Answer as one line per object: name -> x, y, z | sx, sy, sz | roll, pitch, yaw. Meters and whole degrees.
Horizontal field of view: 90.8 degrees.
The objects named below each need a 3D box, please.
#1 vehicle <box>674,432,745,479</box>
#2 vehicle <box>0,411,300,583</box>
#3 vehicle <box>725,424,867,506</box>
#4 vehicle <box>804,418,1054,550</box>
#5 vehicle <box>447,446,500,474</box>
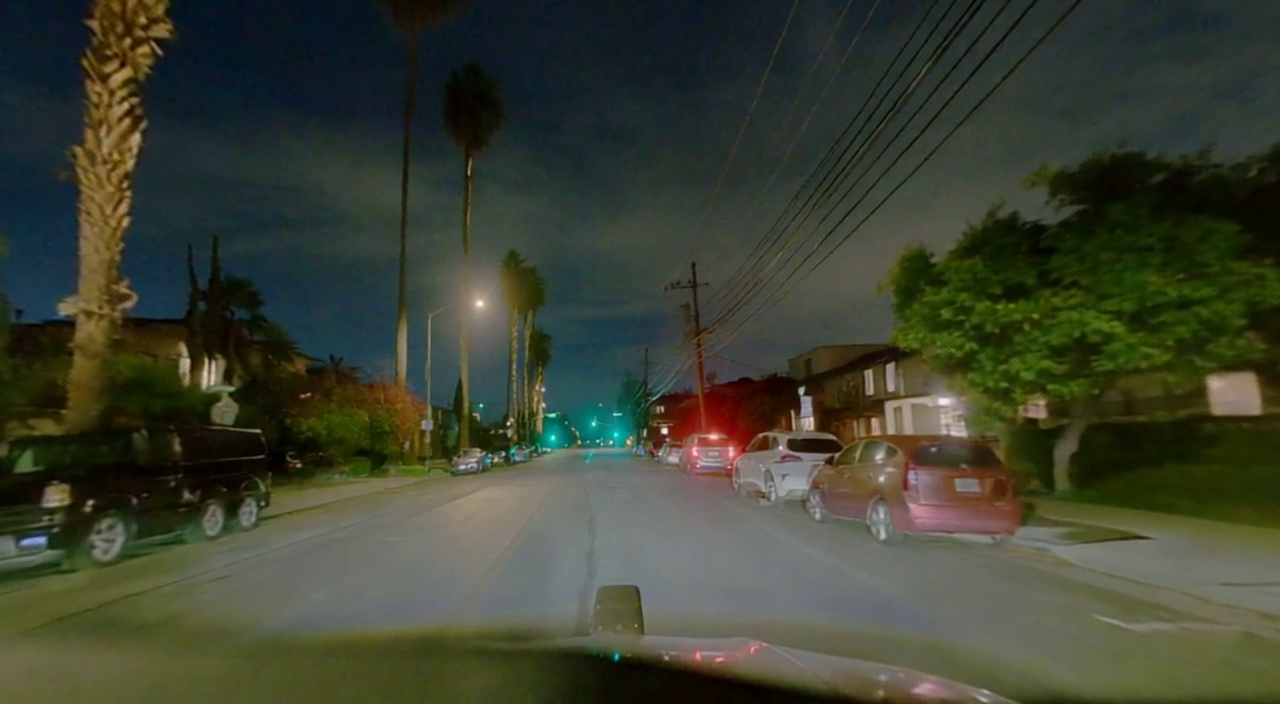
vehicle -> 2.863, 4.395, 27.257 | 2.115, 1.826, 4.871 | 1, -8, -5
vehicle -> -7.963, 2.055, 10.114 | 2.300, 1.943, 5.744 | 1, -8, -5
vehicle -> 3.712, 2.772, 16.052 | 1.922, 1.761, 4.633 | 1, -8, -7
vehicle -> 4.268, 1.988, 10.290 | 1.894, 1.675, 4.294 | 0, -8, -2
vehicle -> -9.684, 6.267, 37.071 | 2.013, 1.483, 4.645 | 0, -8, -3
